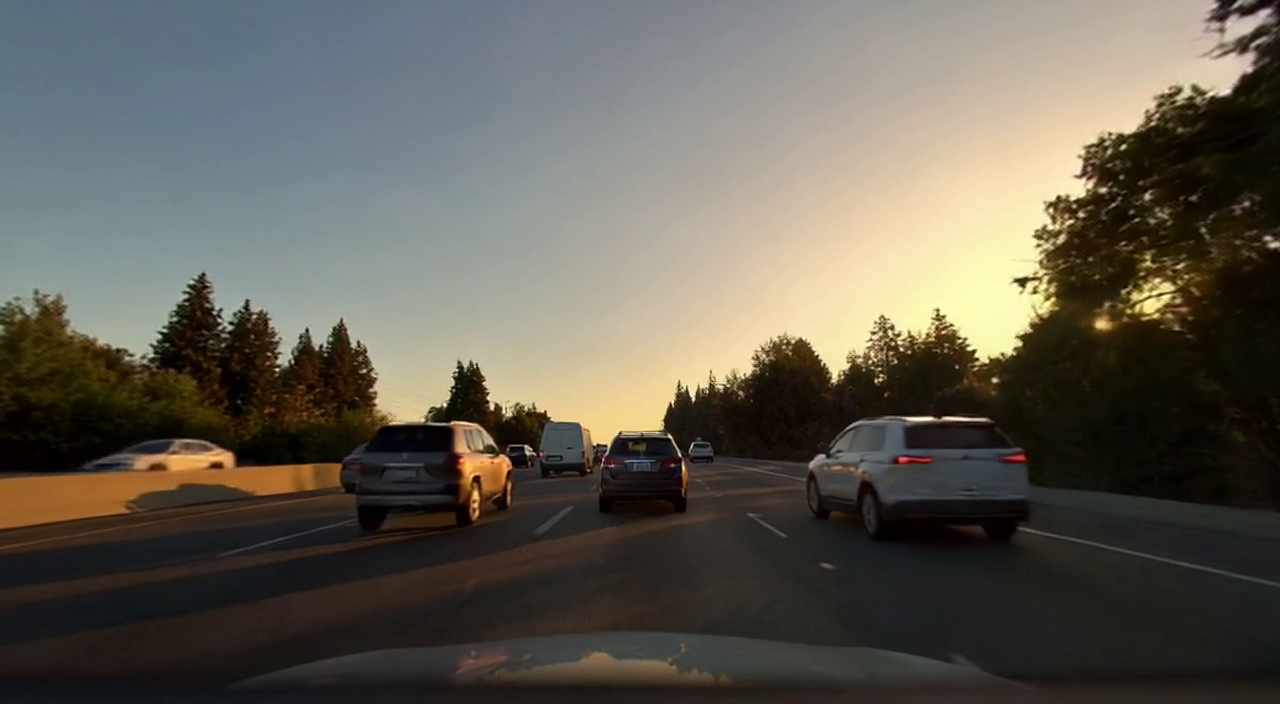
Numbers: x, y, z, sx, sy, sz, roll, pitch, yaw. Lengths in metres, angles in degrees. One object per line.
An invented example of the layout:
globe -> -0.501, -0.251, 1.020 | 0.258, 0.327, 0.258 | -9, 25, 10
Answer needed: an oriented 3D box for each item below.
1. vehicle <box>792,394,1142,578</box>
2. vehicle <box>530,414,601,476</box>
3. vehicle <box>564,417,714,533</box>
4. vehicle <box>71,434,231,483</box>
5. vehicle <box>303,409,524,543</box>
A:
vehicle -> 3.906, 1.723, 8.958 | 2.175, 1.830, 5.173 | 0, -9, 0
vehicle -> -3.126, 4.090, 27.699 | 2.359, 2.399, 5.500 | 0, -9, 1
vehicle -> -0.006, 2.147, 11.520 | 2.223, 1.722, 4.177 | 0, -9, 0
vehicle -> -20.748, 4.550, 27.174 | 2.214, 1.853, 5.789 | 0, -9, 0
vehicle -> -3.485, 2.002, 10.765 | 2.142, 1.808, 4.266 | 0, -9, 0
